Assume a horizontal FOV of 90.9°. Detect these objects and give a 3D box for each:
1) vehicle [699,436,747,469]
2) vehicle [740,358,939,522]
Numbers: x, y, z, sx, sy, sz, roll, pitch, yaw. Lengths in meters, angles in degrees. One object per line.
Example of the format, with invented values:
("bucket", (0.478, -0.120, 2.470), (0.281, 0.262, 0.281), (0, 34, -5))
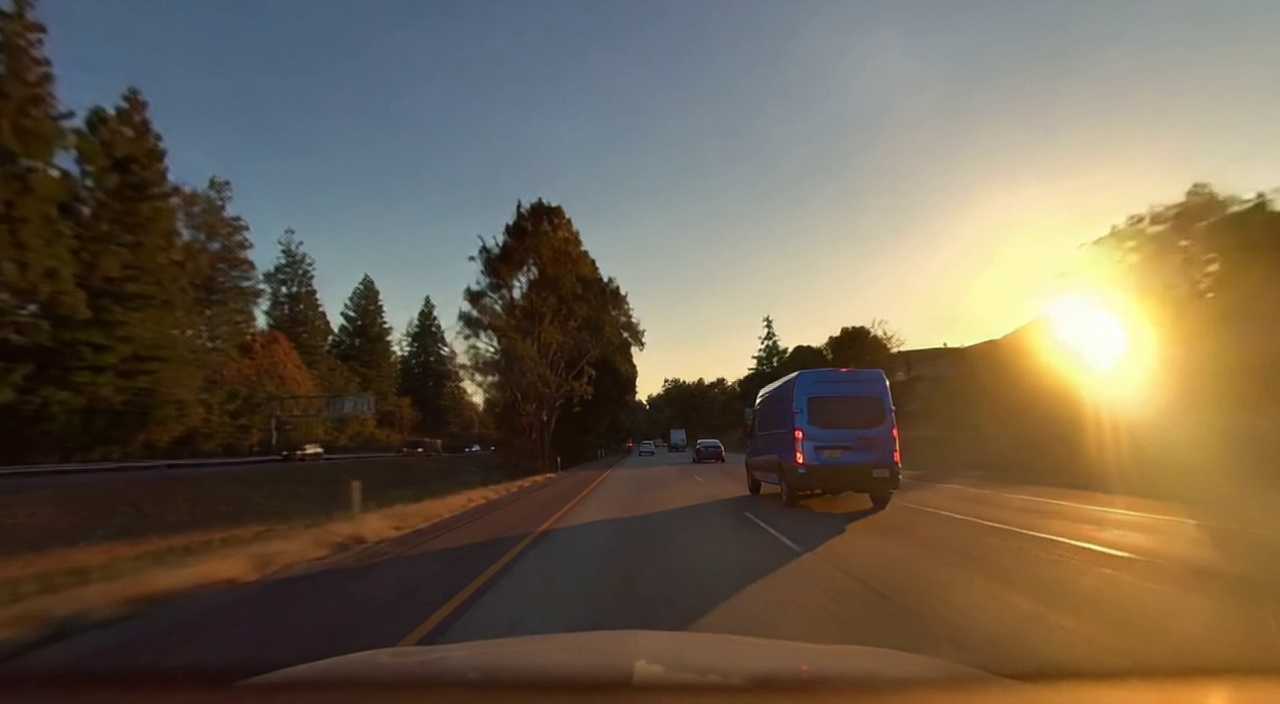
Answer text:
("vehicle", (4.478, 5.487, 34.630), (2.034, 1.651, 4.342), (0, -8, -1))
("vehicle", (3.730, 1.869, 13.363), (2.302, 2.670, 5.912), (0, -8, 1))
